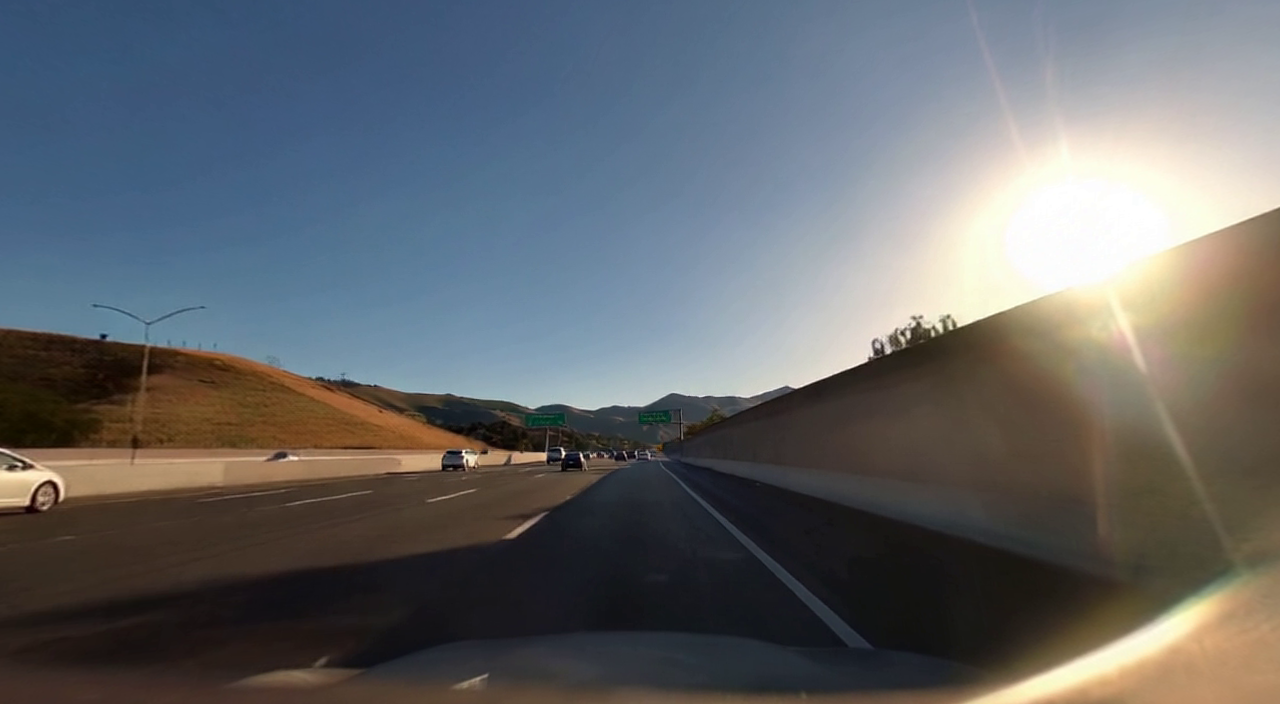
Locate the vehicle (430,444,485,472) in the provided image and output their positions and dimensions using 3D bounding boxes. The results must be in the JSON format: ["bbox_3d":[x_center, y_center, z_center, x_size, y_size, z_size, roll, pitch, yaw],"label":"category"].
[{"bbox_3d":[-12.190,7.086,42.468,2.076,1.766,4.831,0,-9,2],"label":"vehicle"}]

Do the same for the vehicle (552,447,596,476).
[{"bbox_3d":[-3.602,6.063,35.259,1.931,1.492,4.076,0,-9,1],"label":"vehicle"}]
